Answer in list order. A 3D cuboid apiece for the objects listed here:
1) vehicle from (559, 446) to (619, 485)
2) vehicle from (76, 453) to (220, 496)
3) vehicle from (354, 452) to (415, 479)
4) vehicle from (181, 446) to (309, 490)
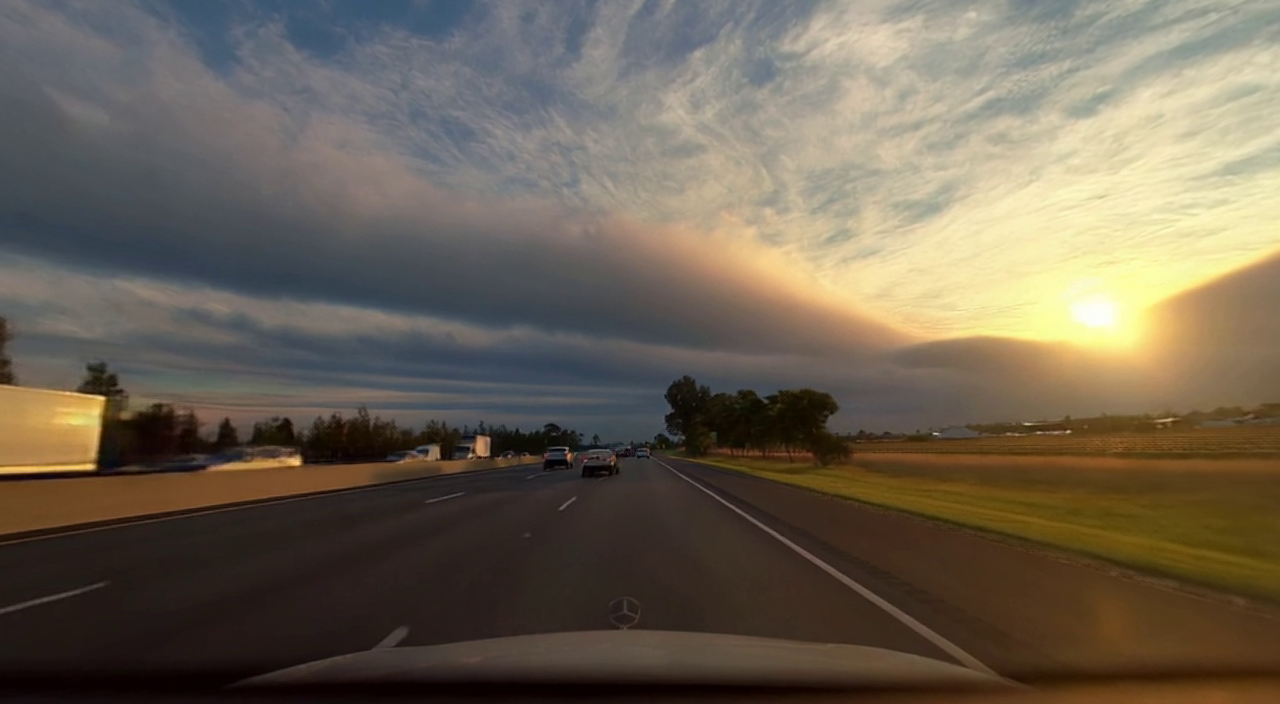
[{"bbox_3d":[-2.062,4.767,26.765,2.110,1.500,4.259,-1,-9,2],"label":"vehicle"},{"bbox_3d":[-19.209,4.780,24.965,2.277,1.479,4.248,0,-9,-1],"label":"vehicle"},{"bbox_3d":[-15.215,6.761,37.867,1.889,1.449,4.242,0,-9,0],"label":"vehicle"},{"bbox_3d":[-15.495,4.556,25.138,1.996,1.562,4.705,0,-9,0],"label":"vehicle"}]
